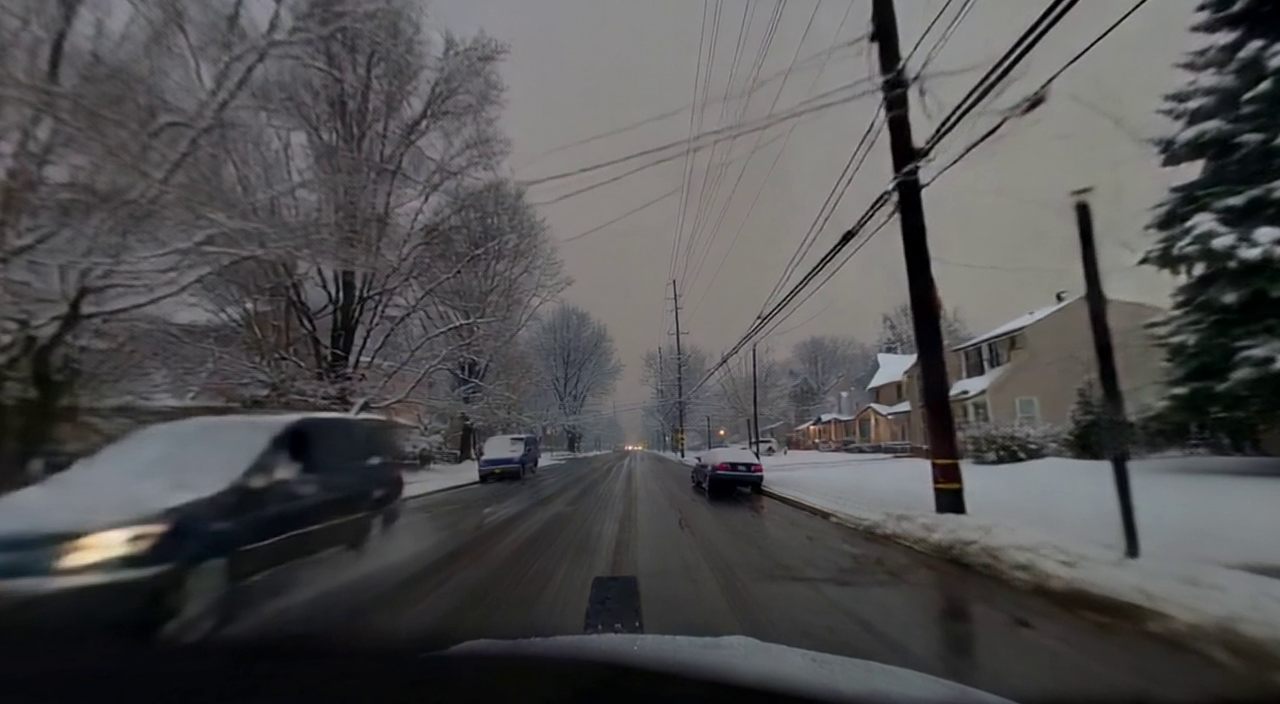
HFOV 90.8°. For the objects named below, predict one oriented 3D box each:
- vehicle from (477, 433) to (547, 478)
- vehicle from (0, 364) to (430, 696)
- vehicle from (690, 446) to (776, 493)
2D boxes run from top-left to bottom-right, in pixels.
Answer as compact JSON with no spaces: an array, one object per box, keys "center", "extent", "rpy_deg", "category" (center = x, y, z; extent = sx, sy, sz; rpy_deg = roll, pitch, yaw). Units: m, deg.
[{"center":[-6.035,4.952,30.466],"extent":[2.263,1.915,5.071],"rpy_deg":[-1,-8,1],"category":"vehicle"},{"center":[-3.819,1.320,5.865],"extent":[2.032,1.836,4.520],"rpy_deg":[0,-8,2],"category":"vehicle"},{"center":[3.042,3.947,21.733],"extent":[1.944,1.439,4.500],"rpy_deg":[1,-8,-5],"category":"vehicle"}]
